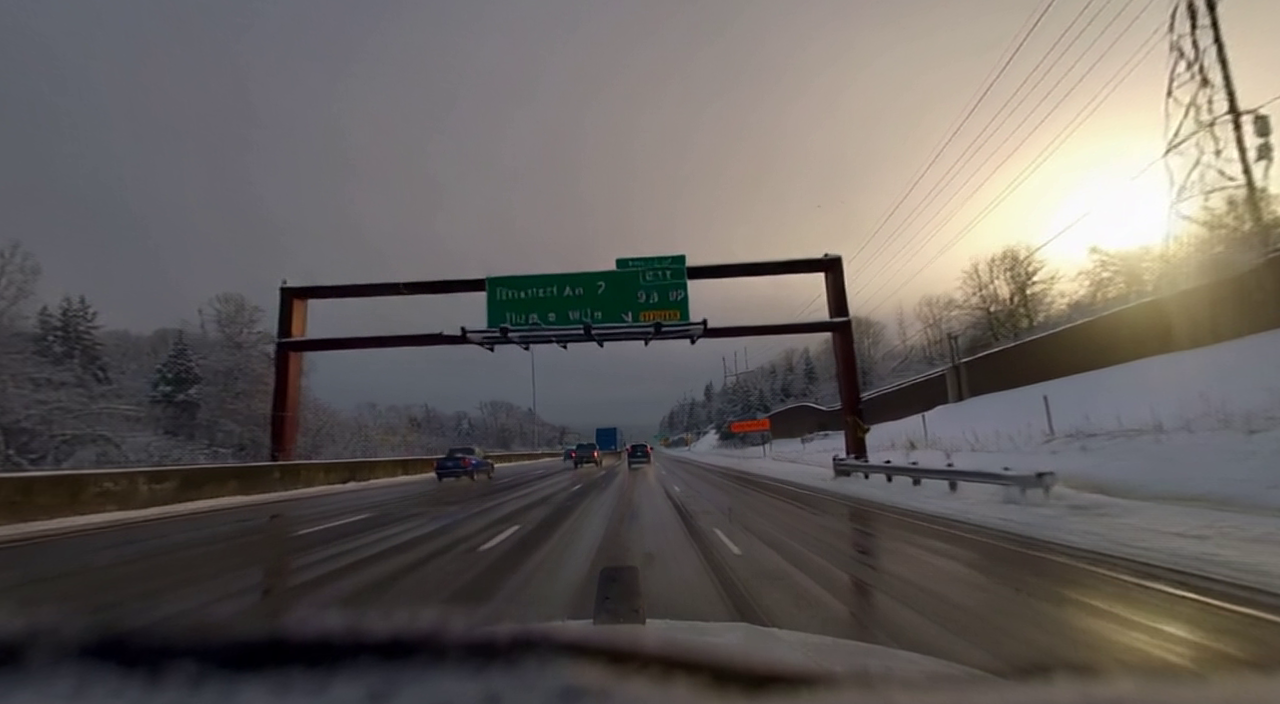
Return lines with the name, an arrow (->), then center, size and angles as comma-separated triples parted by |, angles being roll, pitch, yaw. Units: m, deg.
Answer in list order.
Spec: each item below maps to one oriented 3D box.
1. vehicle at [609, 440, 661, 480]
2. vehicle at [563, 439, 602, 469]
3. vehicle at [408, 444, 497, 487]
vehicle -> -0.204, 4.875, 28.649 | 2.178, 1.640, 4.071 | 0, -9, 0
vehicle -> -3.813, 6.856, 42.478 | 2.109, 1.840, 4.614 | 0, -9, 1
vehicle -> -7.235, 4.391, 24.810 | 2.025, 1.510, 4.582 | -1, -9, 1
